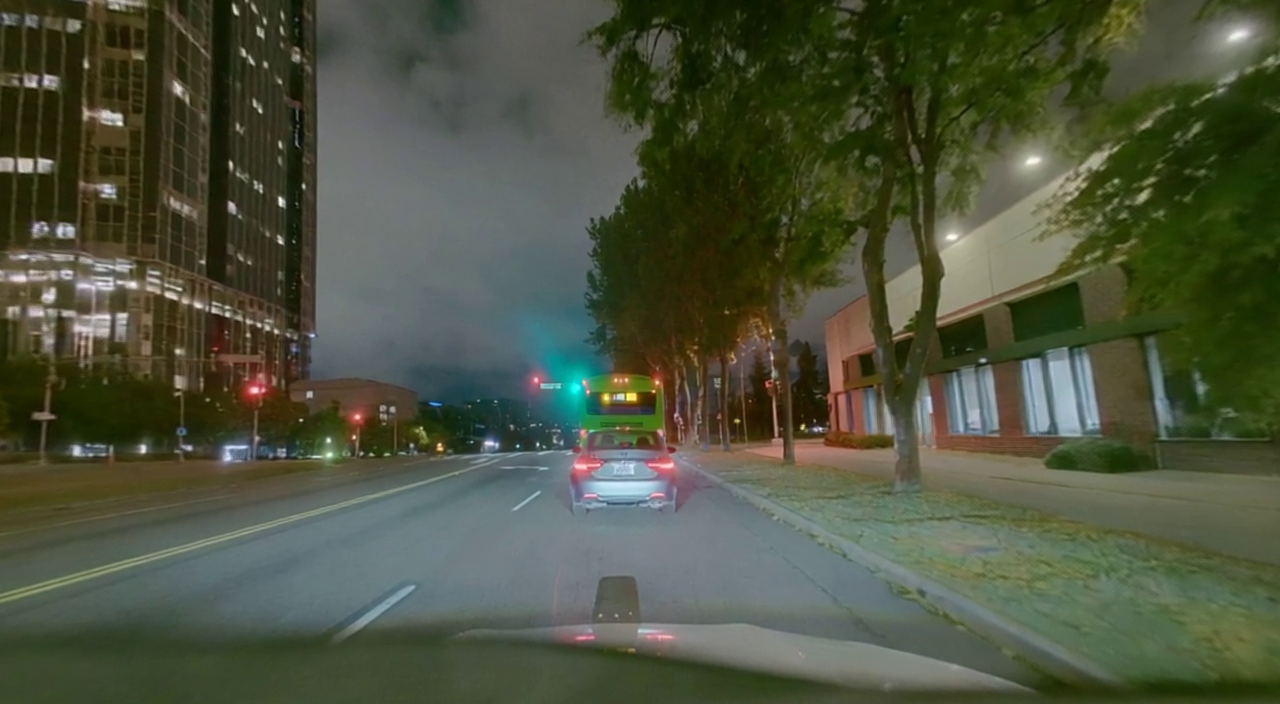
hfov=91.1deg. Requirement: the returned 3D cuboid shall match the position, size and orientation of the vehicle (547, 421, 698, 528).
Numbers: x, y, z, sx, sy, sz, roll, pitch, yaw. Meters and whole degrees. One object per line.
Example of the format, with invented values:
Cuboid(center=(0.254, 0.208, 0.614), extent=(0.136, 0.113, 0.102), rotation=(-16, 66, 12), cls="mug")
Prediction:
Cuboid(center=(-0.280, 1.947, 10.669), extent=(2.064, 1.452, 3.942), rotation=(0, -8, -1), cls="vehicle")
